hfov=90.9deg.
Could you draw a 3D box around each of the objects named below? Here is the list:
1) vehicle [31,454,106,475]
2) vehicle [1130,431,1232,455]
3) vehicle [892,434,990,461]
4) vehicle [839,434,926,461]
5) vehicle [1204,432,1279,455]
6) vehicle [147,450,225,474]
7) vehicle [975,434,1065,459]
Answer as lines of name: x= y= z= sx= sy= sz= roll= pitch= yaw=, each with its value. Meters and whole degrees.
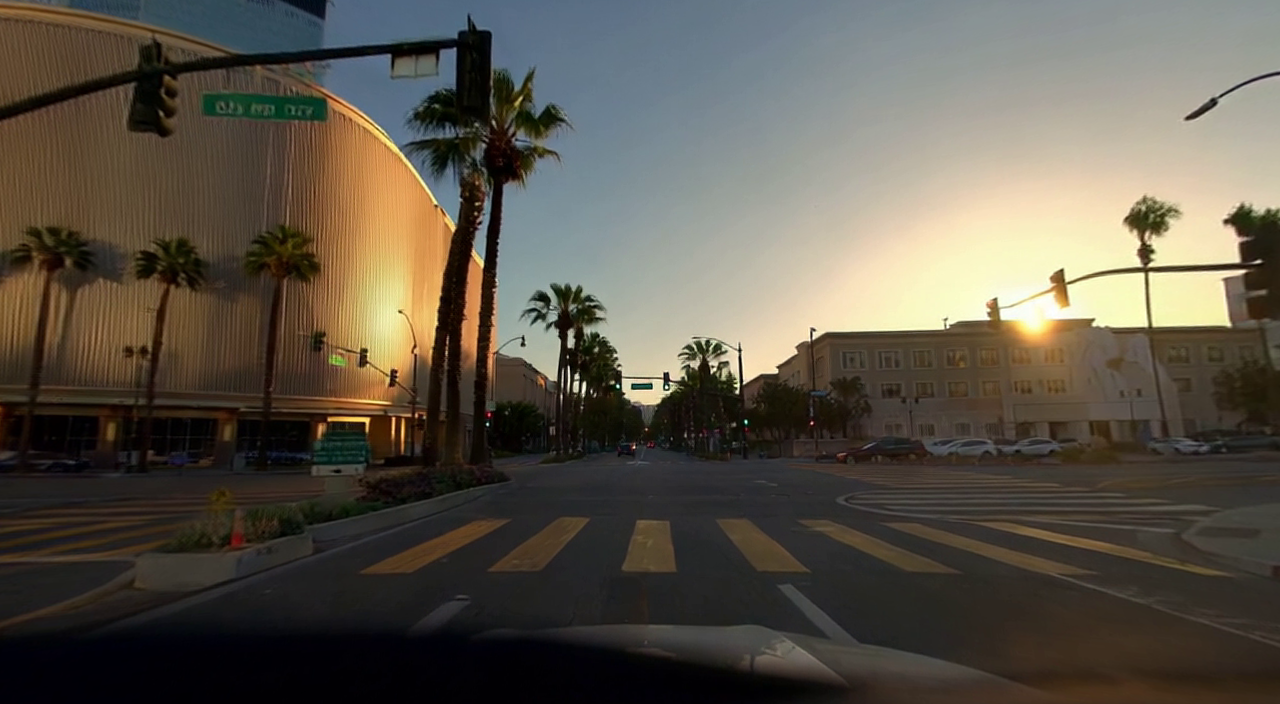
vehicle: x=-41.431 y=8.161 z=45.726 sx=3.698 sy=1.467 sz=1.779 roll=0 pitch=-8 yaw=1
vehicle: x=33.380 y=5.620 z=38.989 sx=4.567 sy=1.458 sz=1.791 roll=0 pitch=-8 yaw=1
vehicle: x=17.112 y=5.438 z=35.959 sx=4.684 sy=1.461 sz=1.777 roll=0 pitch=-8 yaw=-1
vehicle: x=15.190 y=6.015 z=39.663 sx=4.648 sy=1.665 sz=1.910 roll=0 pitch=-8 yaw=0
vehicle: x=42.293 y=6.346 z=43.715 sx=4.437 sy=1.469 sz=1.811 roll=0 pitch=-8 yaw=0
vehicle: x=-32.864 y=7.945 z=45.675 sx=4.136 sy=1.661 sz=1.857 roll=0 pitch=-8 yaw=1
vehicle: x=23.714 y=5.914 z=39.418 sx=4.423 sy=1.465 sz=1.798 roll=0 pitch=-8 yaw=1
